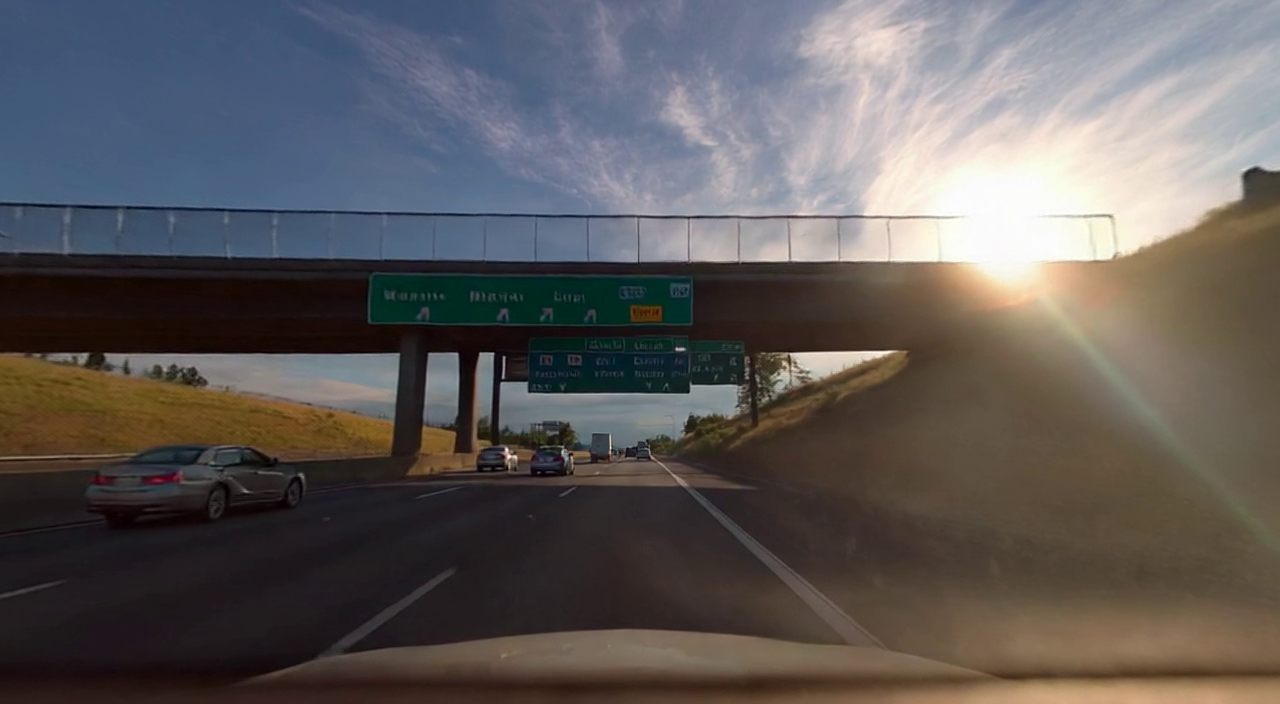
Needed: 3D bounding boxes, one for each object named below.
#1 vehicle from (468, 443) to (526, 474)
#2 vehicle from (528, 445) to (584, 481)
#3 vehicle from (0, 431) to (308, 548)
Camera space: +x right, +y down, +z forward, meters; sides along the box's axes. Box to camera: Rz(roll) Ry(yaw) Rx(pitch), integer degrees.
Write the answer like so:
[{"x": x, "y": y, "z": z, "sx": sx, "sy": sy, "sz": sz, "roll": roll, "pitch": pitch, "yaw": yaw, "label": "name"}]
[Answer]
[{"x": -7.496, "y": 5.629, "z": 33.554, "sx": 2.091, "sy": 1.558, "sz": 4.220, "roll": 0, "pitch": -9, "yaw": 0, "label": "vehicle"}, {"x": -3.556, "y": 4.790, "z": 27.488, "sx": 1.924, "sy": 1.436, "sz": 3.915, "roll": 0, "pitch": -9, "yaw": 0, "label": "vehicle"}, {"x": -7.897, "y": 2.159, "z": 10.613, "sx": 2.009, "sy": 1.500, "sz": 4.741, "roll": 0, "pitch": -9, "yaw": 0, "label": "vehicle"}]
